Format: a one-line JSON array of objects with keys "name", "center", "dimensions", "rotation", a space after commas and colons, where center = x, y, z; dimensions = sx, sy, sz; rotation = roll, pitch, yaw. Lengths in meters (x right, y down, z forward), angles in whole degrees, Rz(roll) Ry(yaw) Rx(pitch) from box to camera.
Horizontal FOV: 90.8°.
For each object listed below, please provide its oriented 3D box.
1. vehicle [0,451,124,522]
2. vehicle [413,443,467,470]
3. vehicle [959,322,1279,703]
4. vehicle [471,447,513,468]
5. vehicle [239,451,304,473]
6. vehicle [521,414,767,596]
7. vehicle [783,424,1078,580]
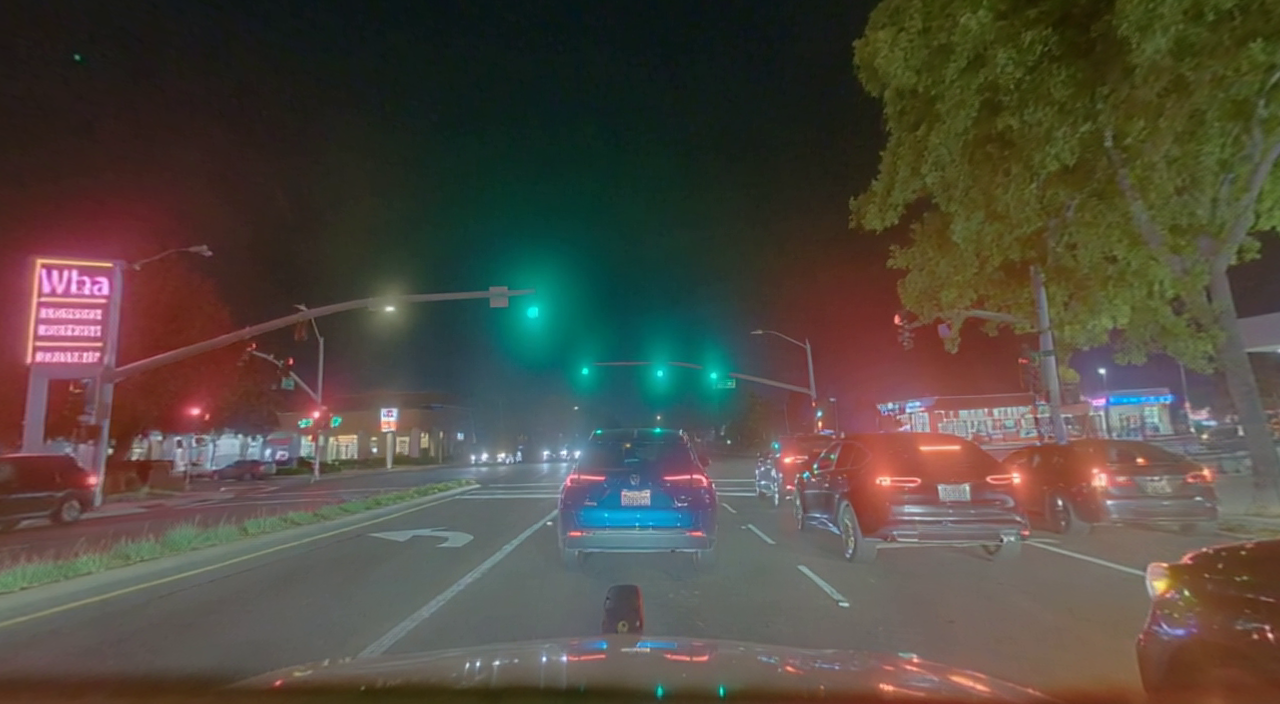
[{"name": "vehicle", "center": [-15.784, 3.254, 15.440], "dimensions": [2.269, 1.604, 4.265], "rotation": [-2, -9, 13]}, {"name": "vehicle", "center": [-15.080, 7.900, 48.037], "dimensions": [2.395, 1.903, 4.860], "rotation": [-1, -9, 1]}, {"name": "vehicle", "center": [2.978, 0.693, 1.571], "dimensions": [2.075, 1.661, 4.401], "rotation": [0, -9, 1]}, {"name": "vehicle", "center": [-11.256, 8.007, 48.240], "dimensions": [2.099, 1.478, 4.411], "rotation": [0, -9, 0]}, {"name": "vehicle", "center": [-28.588, 8.537, 49.174], "dimensions": [4.205, 1.541, 1.780], "rotation": [4, -10, -28]}, {"name": "vehicle", "center": [0.011, 1.632, 7.502], "dimensions": [2.154, 1.577, 3.723], "rotation": [0, -9, -1]}, {"name": "vehicle", "center": [3.321, 1.782, 8.323], "dimensions": [1.865, 1.496, 4.170], "rotation": [0, -9, 0]}]
